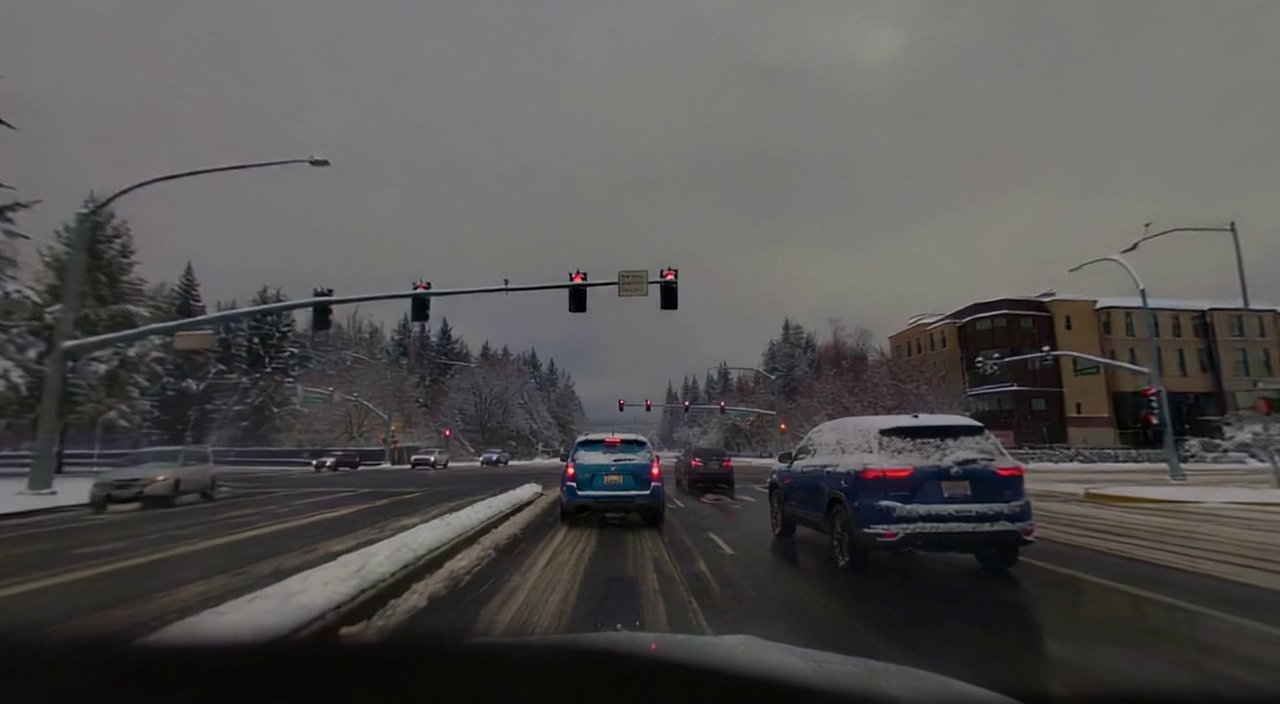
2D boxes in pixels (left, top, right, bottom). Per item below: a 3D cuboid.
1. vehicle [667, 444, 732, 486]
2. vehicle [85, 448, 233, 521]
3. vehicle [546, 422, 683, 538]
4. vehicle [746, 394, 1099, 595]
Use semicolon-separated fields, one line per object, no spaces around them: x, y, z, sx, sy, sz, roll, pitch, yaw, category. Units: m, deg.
2.213;4.331;24.545;1.900;1.459;4.260;0;-8;-3;vehicle
-13.690;3.698;18.388;2.060;1.771;4.802;3;-9;-21;vehicle
-0.445;2.213;11.527;2.039;1.698;4.144;0;-8;-2;vehicle
2.944;1.608;7.974;2.228;1.798;4.370;0;-8;-3;vehicle
